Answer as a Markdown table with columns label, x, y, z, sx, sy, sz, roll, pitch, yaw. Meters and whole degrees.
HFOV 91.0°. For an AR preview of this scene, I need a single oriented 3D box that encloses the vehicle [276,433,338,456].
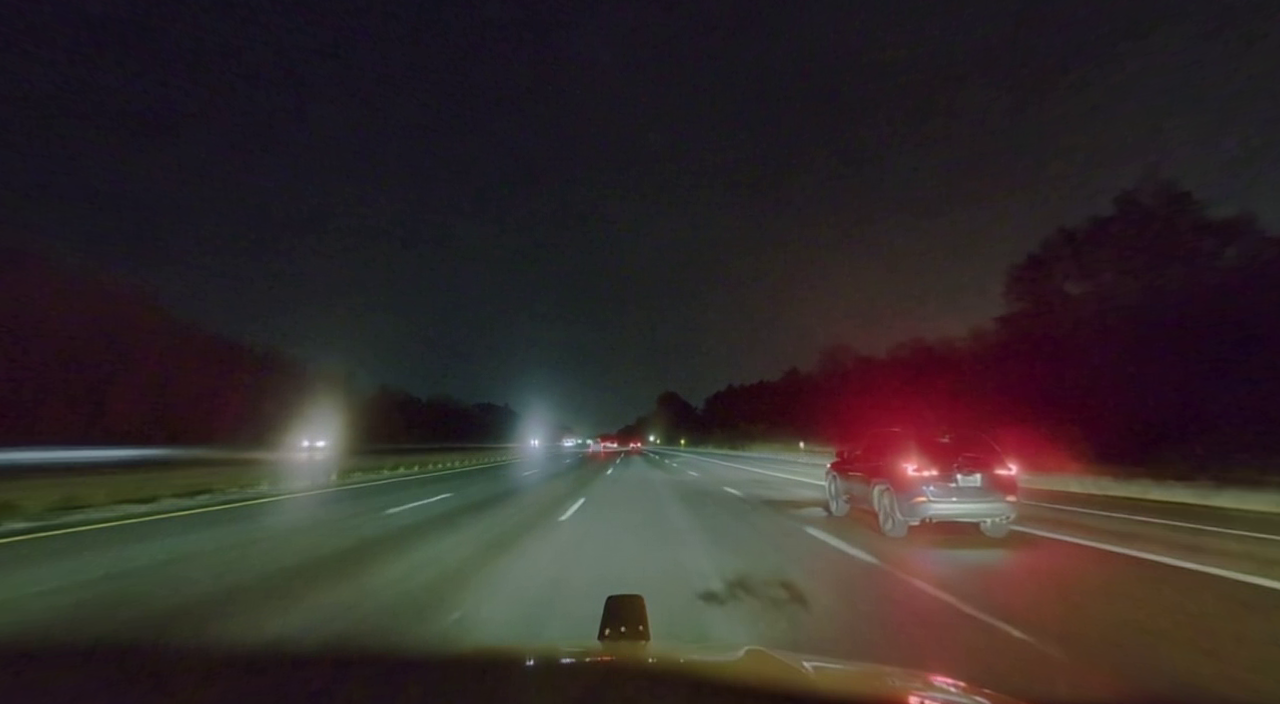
| label | x | y | z | sx | sy | sz | roll | pitch | yaw |
| --- | --- | --- | --- | --- | --- | --- | --- | --- | --- |
| vehicle | -22.403 | 6.226 | 42.559 | 1.789 | 1.465 | 4.402 | 0 | -8 | 0 |
